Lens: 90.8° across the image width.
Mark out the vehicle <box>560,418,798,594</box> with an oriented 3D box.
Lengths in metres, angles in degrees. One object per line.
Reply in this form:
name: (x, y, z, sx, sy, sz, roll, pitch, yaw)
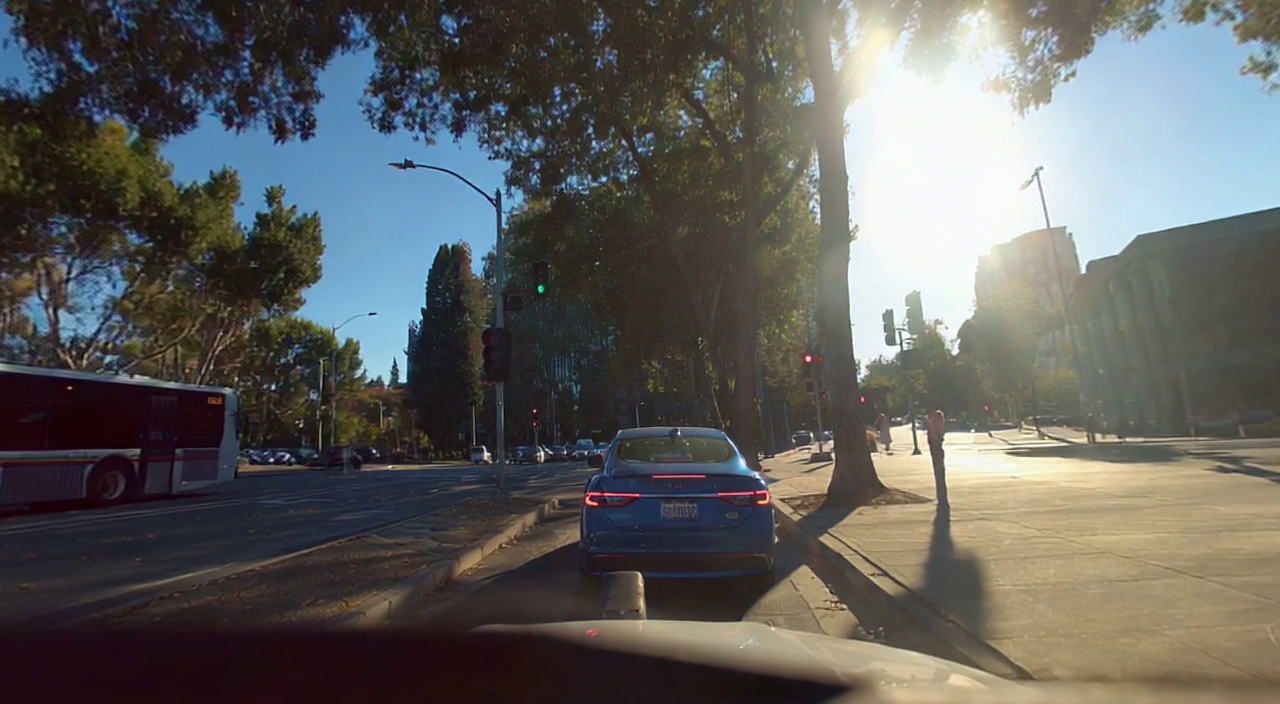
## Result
vehicle: (0.372, 1.609, 7.396, 2.035, 1.499, 3.799, 0, -8, 1)
